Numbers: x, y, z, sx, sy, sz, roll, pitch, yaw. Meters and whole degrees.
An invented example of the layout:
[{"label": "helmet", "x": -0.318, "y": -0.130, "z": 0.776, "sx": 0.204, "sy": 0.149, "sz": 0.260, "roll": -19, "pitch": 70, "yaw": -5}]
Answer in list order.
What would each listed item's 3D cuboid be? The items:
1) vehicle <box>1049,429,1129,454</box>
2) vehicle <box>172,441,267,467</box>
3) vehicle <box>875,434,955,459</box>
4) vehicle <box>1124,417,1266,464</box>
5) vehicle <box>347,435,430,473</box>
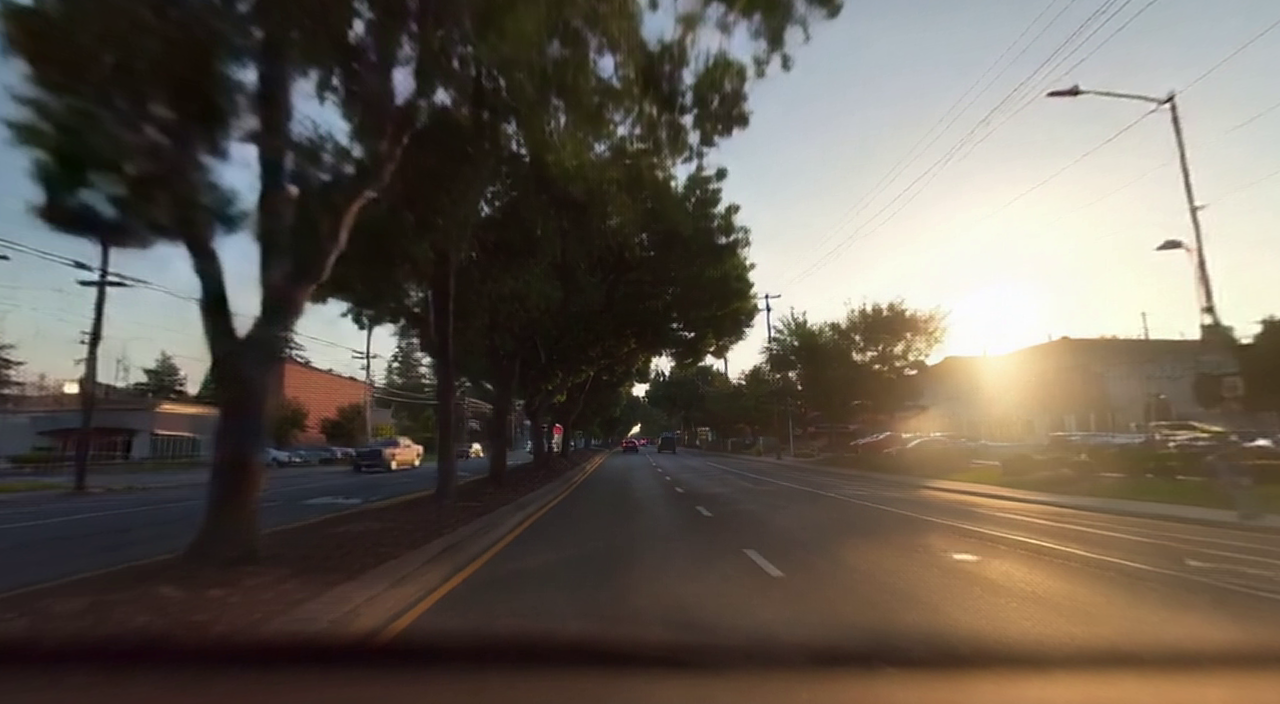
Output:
[{"label": "vehicle", "x": 32.888, "y": 6.580, "z": 46.457, "sx": 2.083, "sy": 1.716, "sz": 5.134, "roll": 0, "pitch": -8, "yaw": 0}, {"label": "vehicle", "x": -28.808, "y": 7.019, "z": 43.404, "sx": 4.886, "sy": 1.698, "sz": 2.224, "roll": 0, "pitch": -8, "yaw": -3}, {"label": "vehicle", "x": 17.848, "y": 6.176, "z": 41.131, "sx": 4.264, "sy": 1.428, "sz": 1.822, "roll": -3, "pitch": -9, "yaw": 4}, {"label": "vehicle", "x": 24.674, "y": 4.023, "z": 28.405, "sx": 2.136, "sy": 1.872, "sz": 4.695, "roll": -1, "pitch": -9, "yaw": 2}, {"label": "vehicle", "x": -12.823, "y": 5.222, "z": 32.644, "sx": 2.057, "sy": 1.795, "sz": 5.300, "roll": 0, "pitch": -8, "yaw": 1}]
